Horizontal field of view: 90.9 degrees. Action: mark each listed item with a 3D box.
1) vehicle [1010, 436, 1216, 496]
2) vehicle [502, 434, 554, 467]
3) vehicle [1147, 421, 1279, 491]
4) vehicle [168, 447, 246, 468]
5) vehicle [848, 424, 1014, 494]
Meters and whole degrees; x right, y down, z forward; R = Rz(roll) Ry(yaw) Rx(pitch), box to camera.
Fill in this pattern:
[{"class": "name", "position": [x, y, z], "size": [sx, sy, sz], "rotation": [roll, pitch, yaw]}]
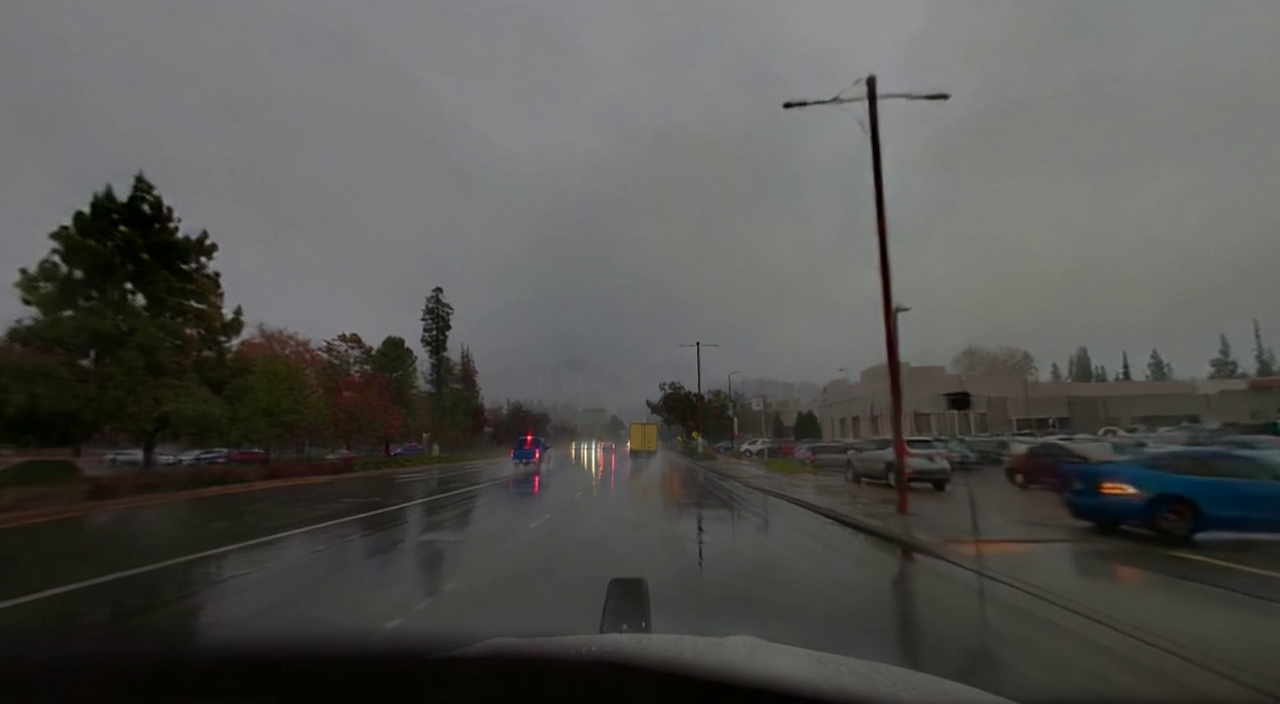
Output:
[{"class": "vehicle", "position": [13.371, 3.217, 18.255], "size": [1.944, 1.476, 4.483], "rotation": [2, -9, -13]}, {"class": "vehicle", "position": [-6.801, 6.059, 38.952], "size": [2.149, 1.893, 5.187], "rotation": [0, -8, 1]}, {"class": "vehicle", "position": [18.457, 2.963, 18.064], "size": [2.211, 1.880, 5.847], "rotation": [2, -9, -12]}, {"class": "vehicle", "position": [-33.554, 8.180, 48.954], "size": [4.462, 1.613, 2.046], "rotation": [0, -8, -2]}, {"class": "vehicle", "position": [8.165, 3.055, 18.317], "size": [2.057, 1.750, 4.679], "rotation": [1, -9, -8]}]
